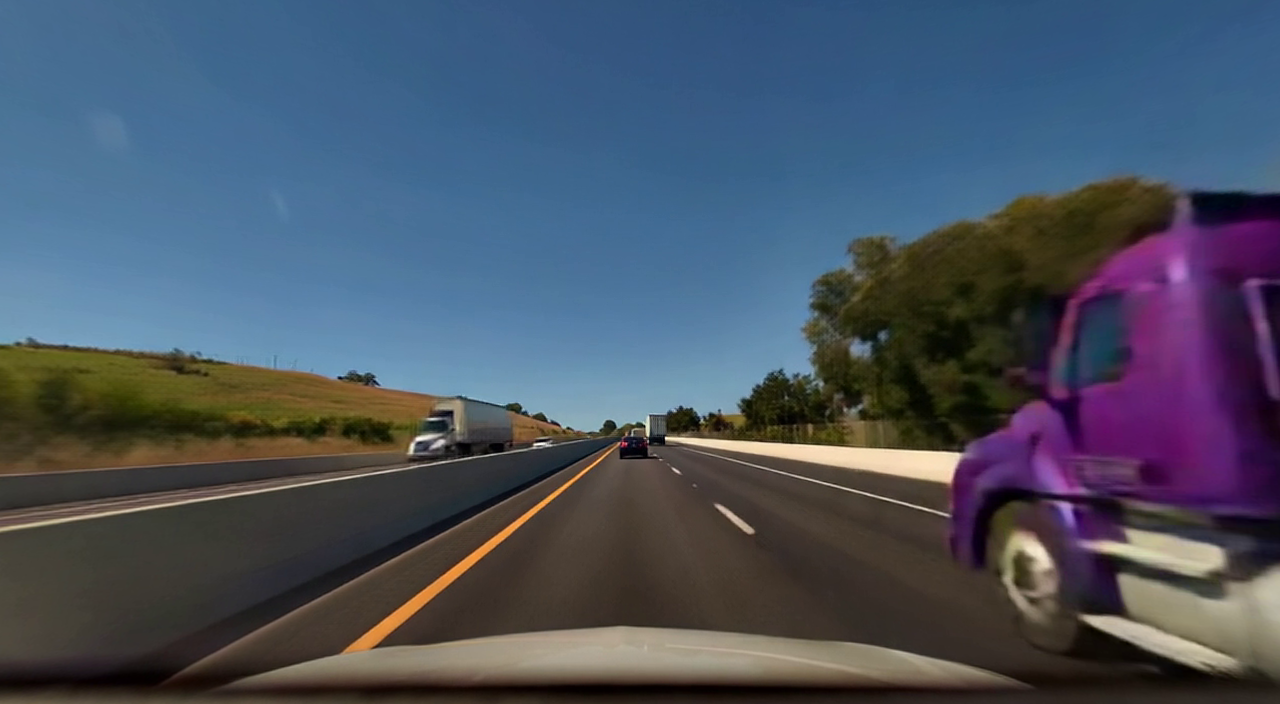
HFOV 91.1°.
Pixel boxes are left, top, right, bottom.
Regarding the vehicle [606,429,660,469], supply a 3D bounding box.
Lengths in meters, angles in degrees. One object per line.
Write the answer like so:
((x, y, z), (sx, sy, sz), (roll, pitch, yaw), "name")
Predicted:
((-0.306, 4.275, 27.983), (2.216, 1.623, 4.220), (0, -8, -1), "vehicle")

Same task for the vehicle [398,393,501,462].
((-12.268, 5.131, 41.912), (3.270, 3.993, 10.585), (0, -8, 1), "vehicle")
